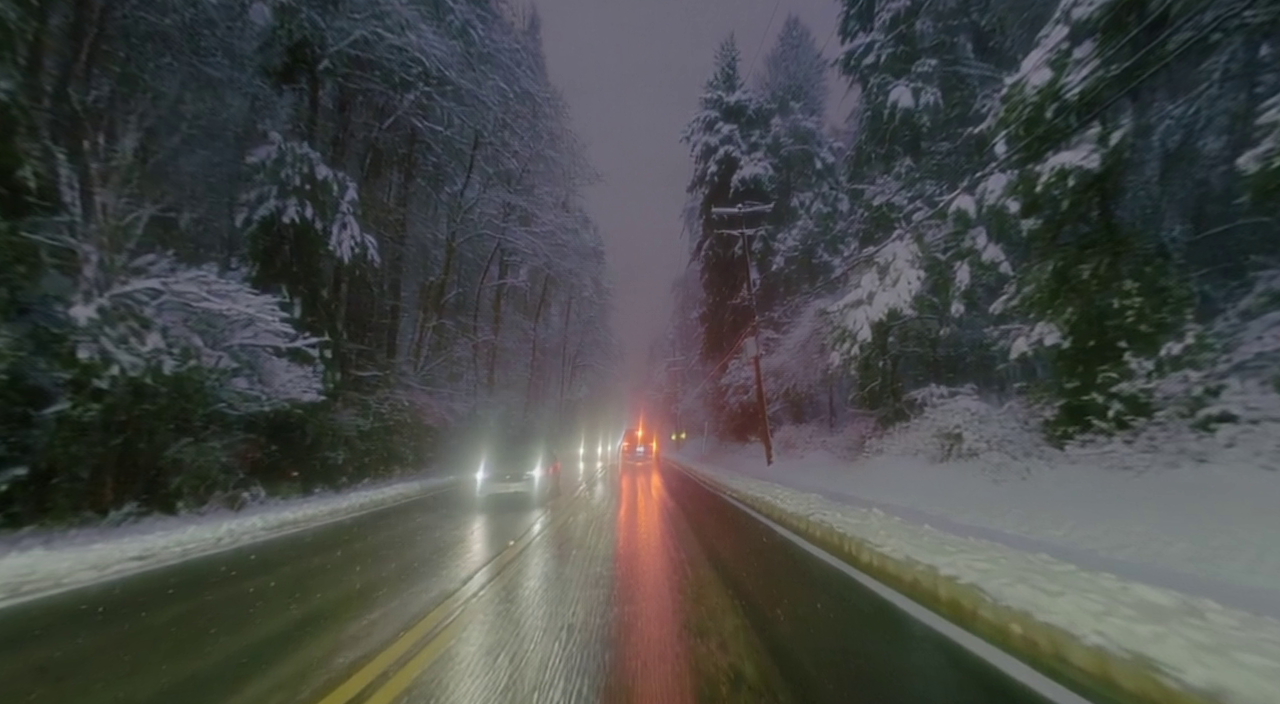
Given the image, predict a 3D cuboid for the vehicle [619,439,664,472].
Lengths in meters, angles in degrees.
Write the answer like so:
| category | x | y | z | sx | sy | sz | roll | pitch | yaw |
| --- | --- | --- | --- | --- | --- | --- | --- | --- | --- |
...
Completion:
| category | x | y | z | sx | sy | sz | roll | pitch | yaw |
| --- | --- | --- | --- | --- | --- | --- | --- | --- | --- |
| vehicle | 0.000 | 5.056 | 30.891 | 2.081 | 1.503 | 3.726 | 0 | -8 | -2 |
